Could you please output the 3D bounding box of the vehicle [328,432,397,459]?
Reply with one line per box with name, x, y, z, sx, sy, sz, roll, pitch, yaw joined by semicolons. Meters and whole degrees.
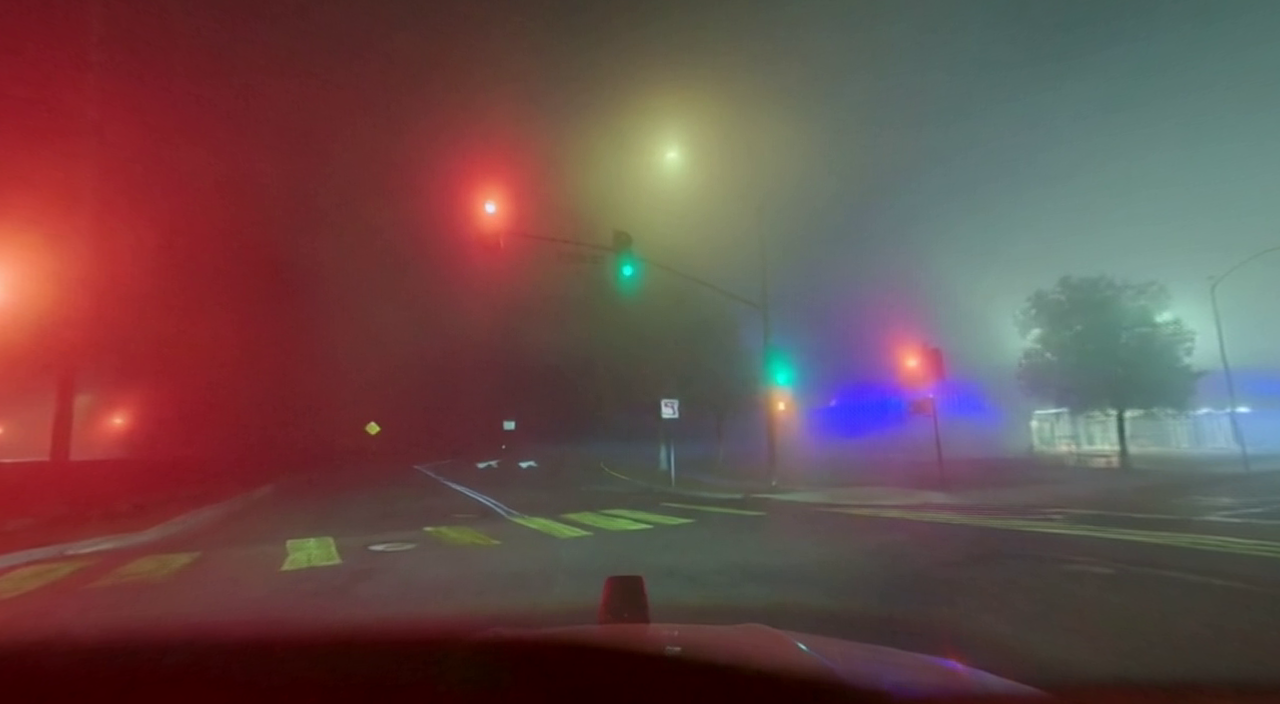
vehicle;-21.369;7.198;48.394;5.570;1.923;2.336;-6;-11;37
